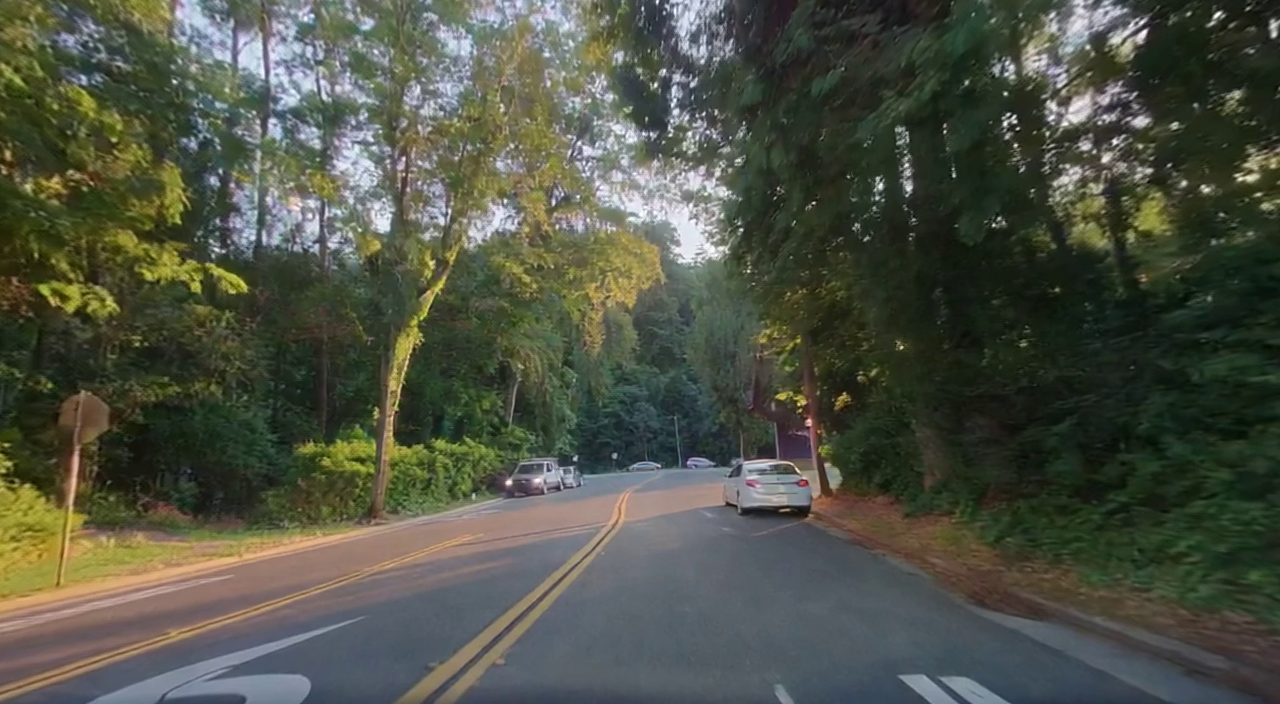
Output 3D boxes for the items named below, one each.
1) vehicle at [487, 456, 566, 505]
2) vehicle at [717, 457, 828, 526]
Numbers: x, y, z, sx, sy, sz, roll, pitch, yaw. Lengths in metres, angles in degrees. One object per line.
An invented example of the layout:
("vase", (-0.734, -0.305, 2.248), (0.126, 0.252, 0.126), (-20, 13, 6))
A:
("vehicle", (-5.630, 6.520, 32.178), (2.583, 2.167, 5.667), (-3, -11, 4))
("vehicle", (3.246, 3.517, 16.431), (2.033, 1.424, 4.560), (-1, -9, 2))
